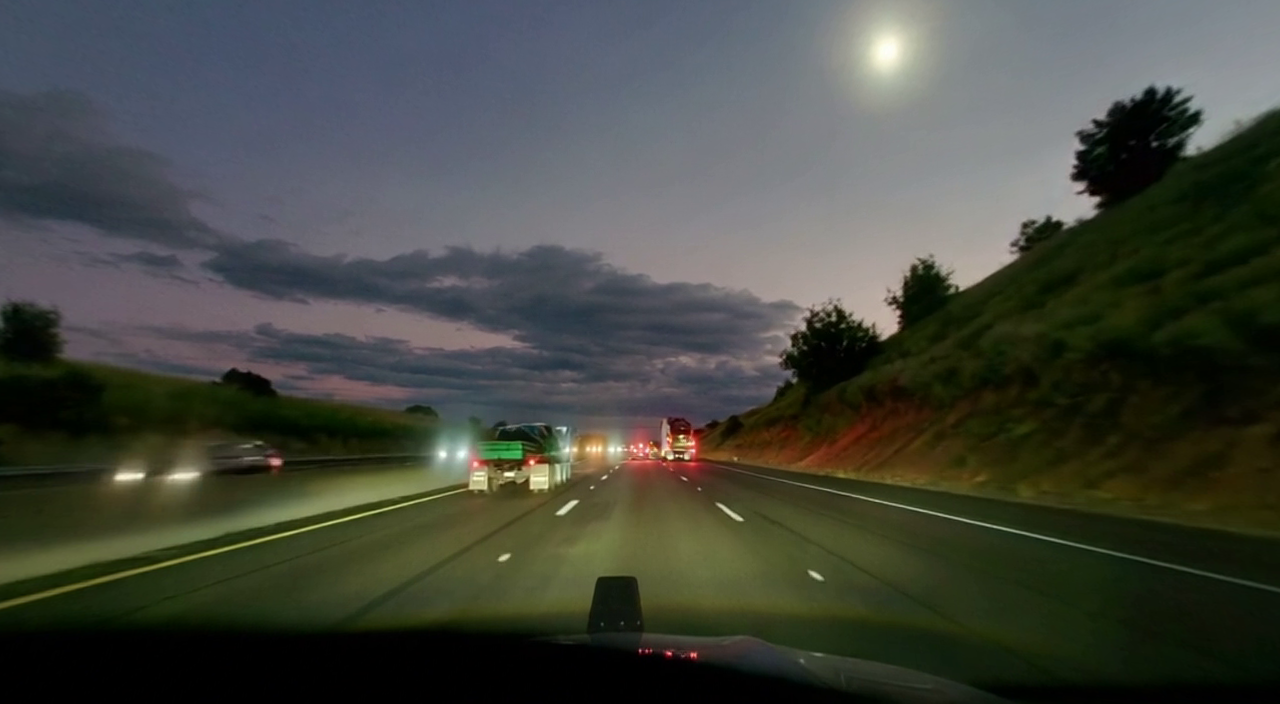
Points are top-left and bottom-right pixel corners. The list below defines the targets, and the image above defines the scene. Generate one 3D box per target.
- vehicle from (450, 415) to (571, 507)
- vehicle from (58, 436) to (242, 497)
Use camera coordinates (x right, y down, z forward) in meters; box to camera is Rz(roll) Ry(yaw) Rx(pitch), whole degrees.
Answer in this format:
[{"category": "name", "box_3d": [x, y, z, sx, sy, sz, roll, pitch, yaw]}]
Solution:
[{"category": "vehicle", "box_3d": [-3.179, 2.815, 16.522, 2.142, 2.044, 4.446, 0, -9, 1]}, {"category": "vehicle", "box_3d": [-14.727, 3.465, 19.378, 1.954, 1.628, 4.574, 0, -9, 0]}]
